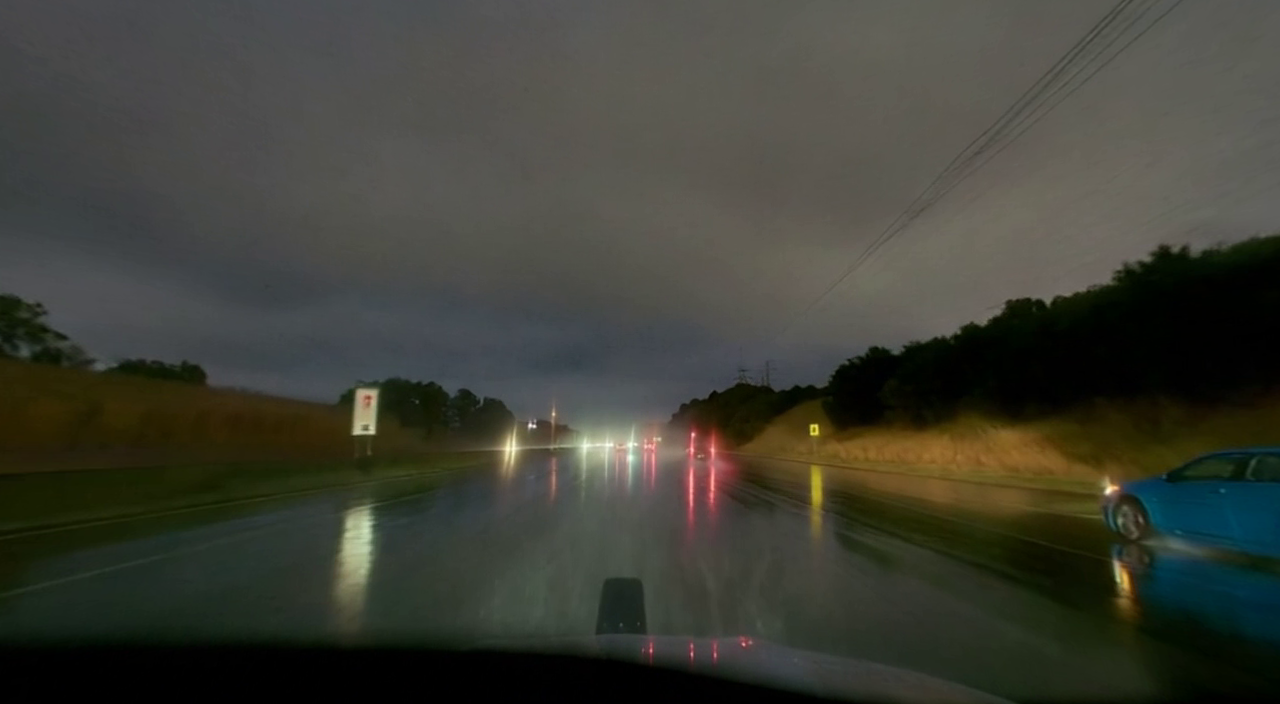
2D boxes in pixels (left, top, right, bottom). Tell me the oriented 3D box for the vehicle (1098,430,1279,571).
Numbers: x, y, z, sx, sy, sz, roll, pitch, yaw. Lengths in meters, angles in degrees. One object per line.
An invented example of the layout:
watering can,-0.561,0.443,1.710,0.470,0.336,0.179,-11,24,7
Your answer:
vehicle,8.097,1.706,7.300,1.970,1.545,4.818,0,-8,0

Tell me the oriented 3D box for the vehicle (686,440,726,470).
vehicle,4.076,6.463,39.765,2.159,1.782,4.673,0,-8,2
